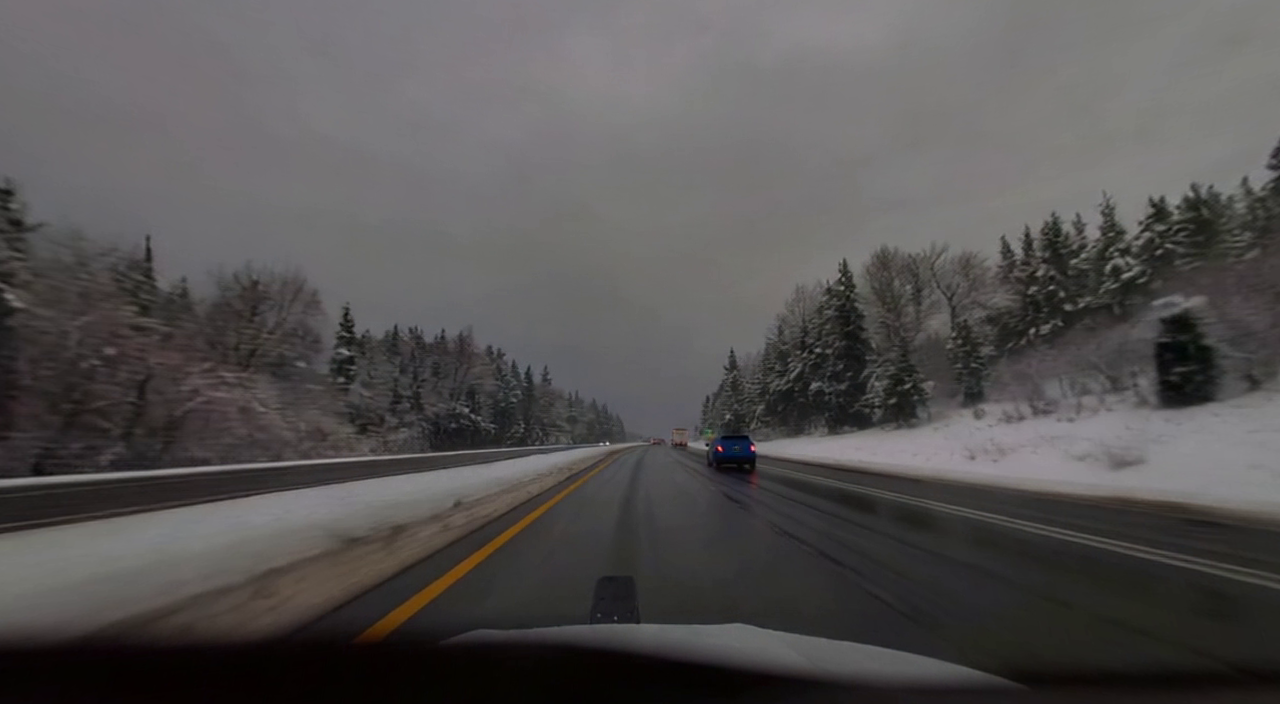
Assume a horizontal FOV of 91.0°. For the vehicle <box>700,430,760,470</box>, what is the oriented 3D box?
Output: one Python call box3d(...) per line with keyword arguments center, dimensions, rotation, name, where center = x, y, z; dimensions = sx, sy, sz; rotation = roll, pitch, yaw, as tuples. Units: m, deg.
box3d(center=(3.969, 4.405, 28.467), dimensions=(2.022, 1.663, 4.245), rotation=(0, -8, 0), name="vehicle")
